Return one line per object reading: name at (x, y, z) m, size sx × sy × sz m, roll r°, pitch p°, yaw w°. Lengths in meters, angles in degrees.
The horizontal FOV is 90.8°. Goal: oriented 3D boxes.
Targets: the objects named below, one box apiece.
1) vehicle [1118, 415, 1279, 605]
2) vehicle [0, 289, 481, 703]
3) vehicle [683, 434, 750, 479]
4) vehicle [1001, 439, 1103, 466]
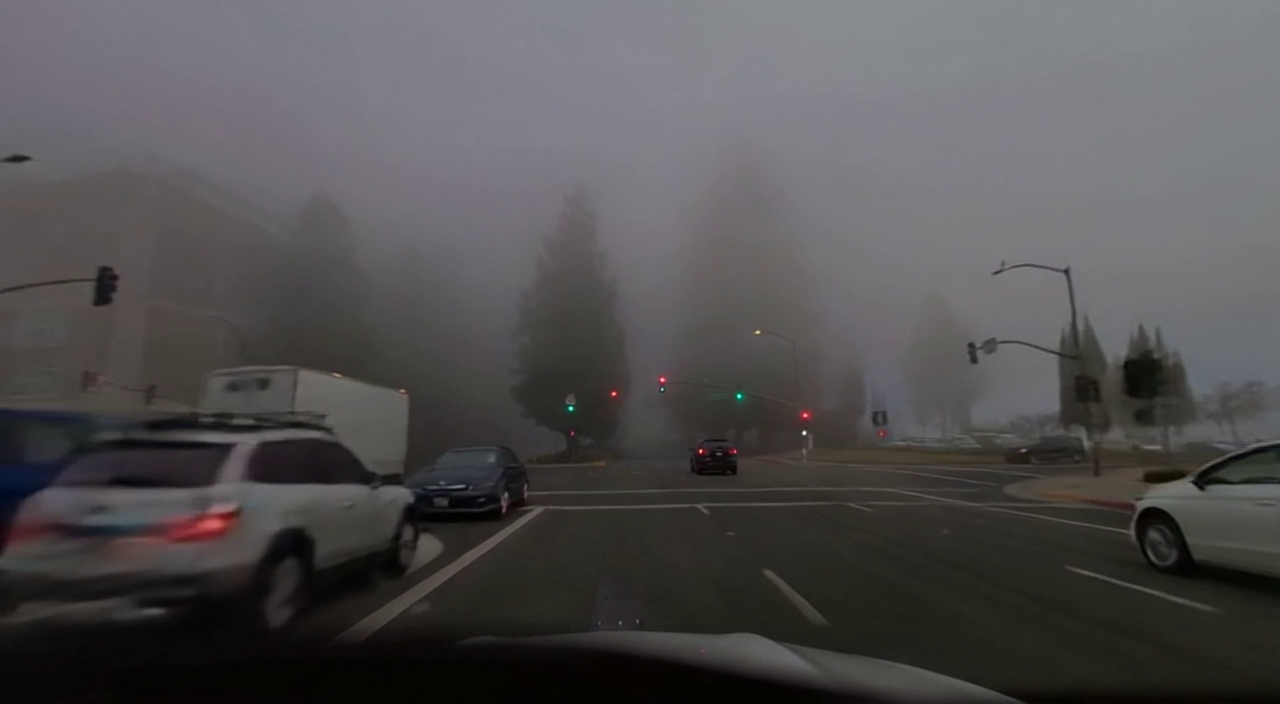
vehicle at (6.495, 1.288, 5.000) m, size 2.000 × 1.618 × 4.238 m, roll 0°, pitch -9°, yaw -1°
vehicle at (-2.987, 1.098, 4.300) m, size 2.313 × 1.752 × 6.152 m, roll 0°, pitch -9°, yaw -1°
vehicle at (3.170, 4.452, 27.173) m, size 2.095 × 1.759 × 4.862 m, roll 0°, pitch -9°, yaw -2°
vehicle at (23.318, 5.698, 35.872) m, size 4.411 × 1.464 × 1.938 m, roll 0°, pitch -9°, yaw -1°
